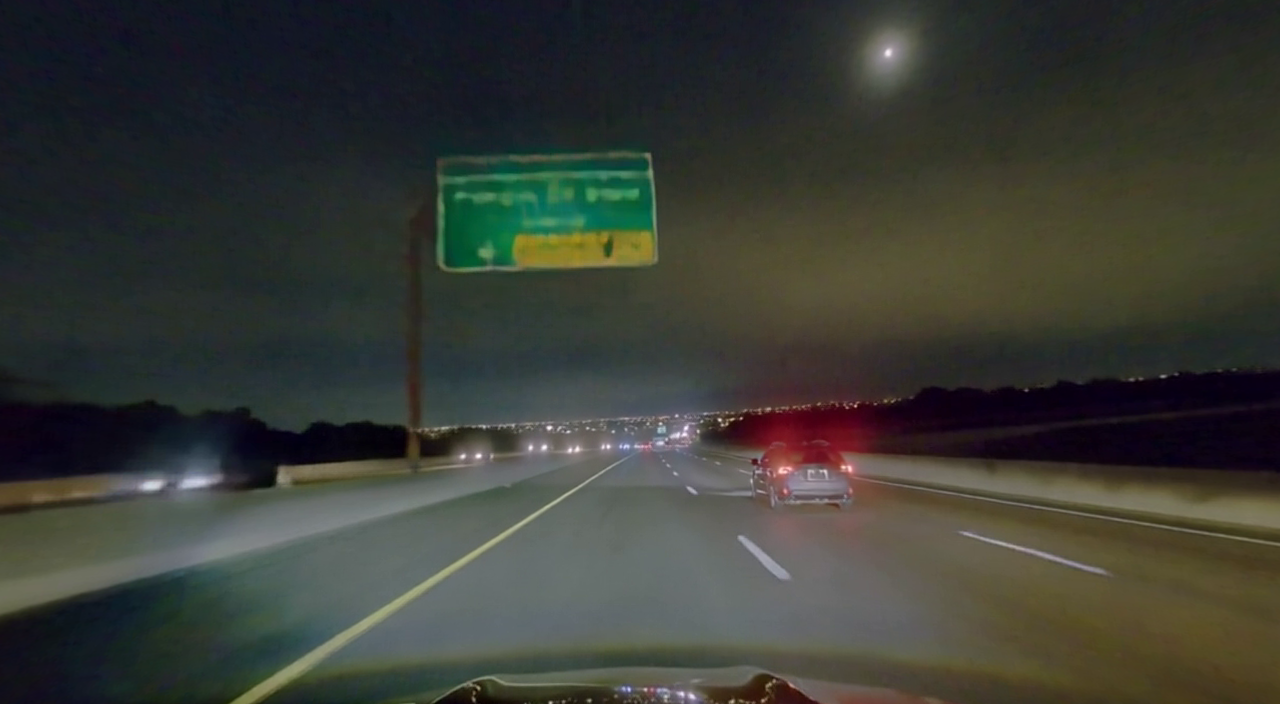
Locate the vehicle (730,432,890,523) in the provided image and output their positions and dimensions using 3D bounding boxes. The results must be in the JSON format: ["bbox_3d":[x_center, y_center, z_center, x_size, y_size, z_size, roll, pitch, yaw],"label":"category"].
[{"bbox_3d":[3.207,2.474,13.058,1.982,1.533,4.612,0,-8,-1],"label":"vehicle"}]
